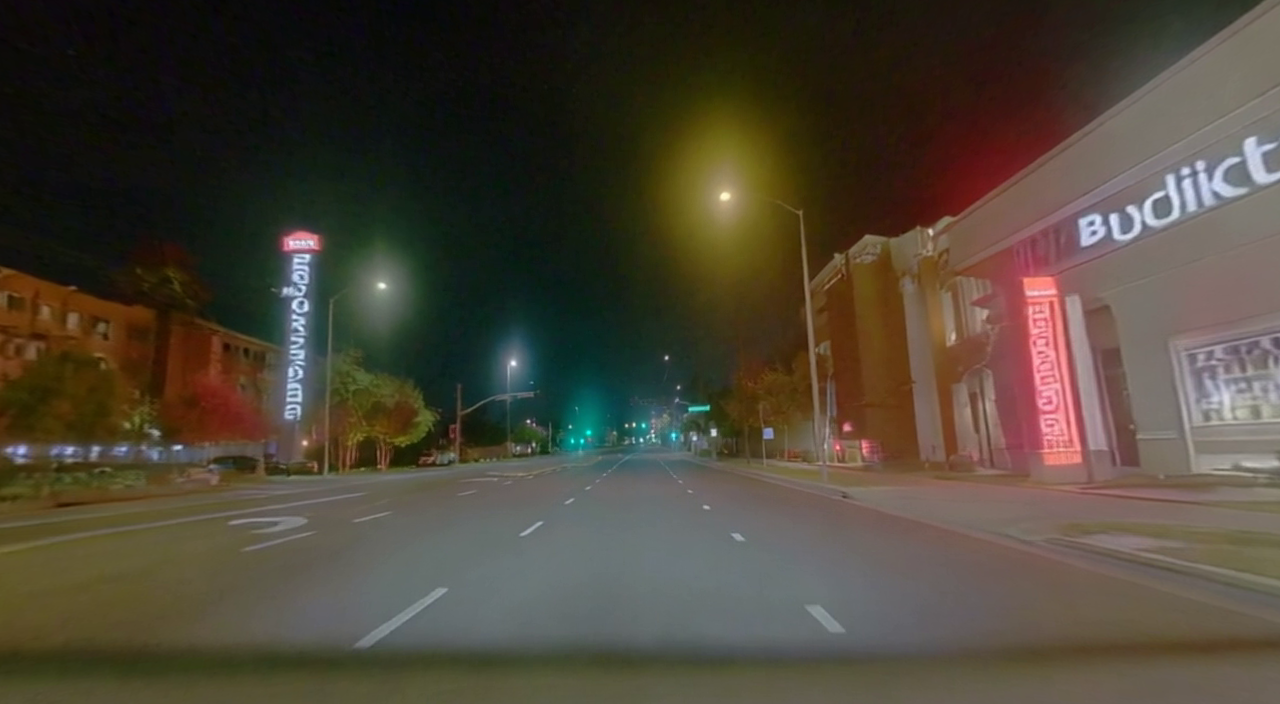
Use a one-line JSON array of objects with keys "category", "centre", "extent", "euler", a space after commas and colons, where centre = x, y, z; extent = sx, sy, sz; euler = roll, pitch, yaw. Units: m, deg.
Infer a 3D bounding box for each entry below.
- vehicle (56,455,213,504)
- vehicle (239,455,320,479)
[{"category": "vehicle", "centre": [-18.209, 4.584, 23.045], "extent": [1.938, 1.465, 4.744], "euler": [-2, -8, -2]}, {"category": "vehicle", "centre": [-25.185, 8.026, 44.052], "extent": [4.423, 1.583, 1.861], "euler": [1, -9, -7]}]
